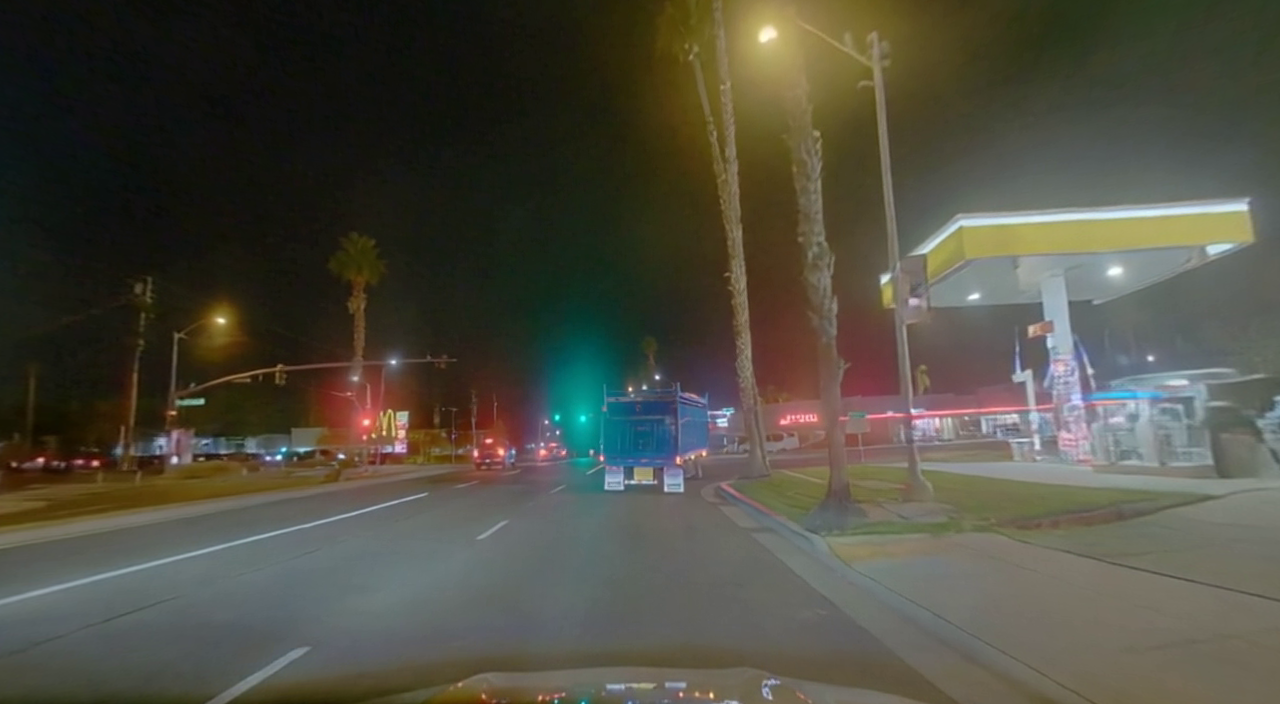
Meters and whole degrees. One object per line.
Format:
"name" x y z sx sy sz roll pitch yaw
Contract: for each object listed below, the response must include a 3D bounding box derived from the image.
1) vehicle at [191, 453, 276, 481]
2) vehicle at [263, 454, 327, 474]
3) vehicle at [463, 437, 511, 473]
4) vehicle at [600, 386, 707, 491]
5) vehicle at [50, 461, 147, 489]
"vehicle" -27.763 7.833 43.250 4.583 1.556 1.893 -3 -6 -1
"vehicle" -26.205 8.491 48.032 3.721 1.450 1.824 0 -8 1
"vehicle" -7.728 5.230 32.228 1.997 1.679 4.263 1 -9 -9
"vehicle" 0.672 2.910 21.127 2.463 2.954 5.938 -2 -9 12
"vehicle" -31.318 7.103 36.728 1.766 1.428 4.337 0 -8 0
